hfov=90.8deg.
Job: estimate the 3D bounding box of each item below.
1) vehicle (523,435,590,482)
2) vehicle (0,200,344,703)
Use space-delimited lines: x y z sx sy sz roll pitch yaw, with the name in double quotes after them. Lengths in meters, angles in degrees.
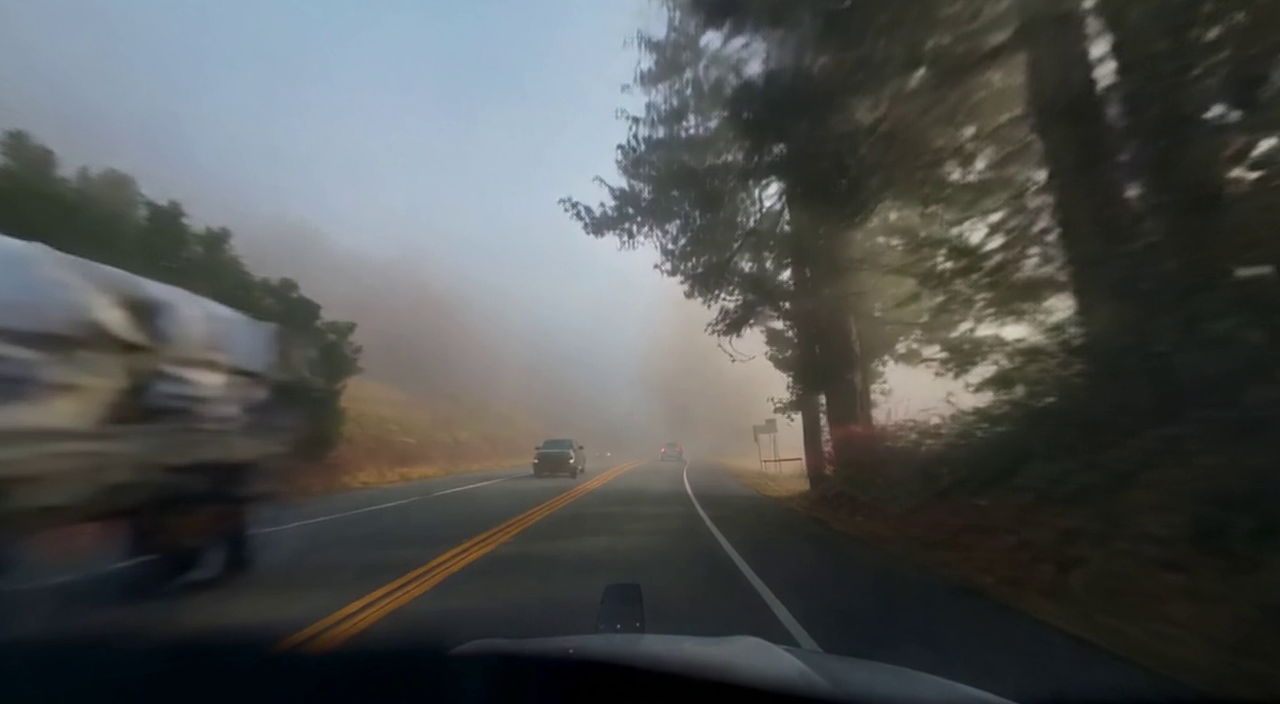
-3.401 4.439 26.620 2.097 1.791 4.663 -1 -9 1 "vehicle"
-4.114 0.460 1.932 2.825 2.376 7.468 0 -9 0 "vehicle"
